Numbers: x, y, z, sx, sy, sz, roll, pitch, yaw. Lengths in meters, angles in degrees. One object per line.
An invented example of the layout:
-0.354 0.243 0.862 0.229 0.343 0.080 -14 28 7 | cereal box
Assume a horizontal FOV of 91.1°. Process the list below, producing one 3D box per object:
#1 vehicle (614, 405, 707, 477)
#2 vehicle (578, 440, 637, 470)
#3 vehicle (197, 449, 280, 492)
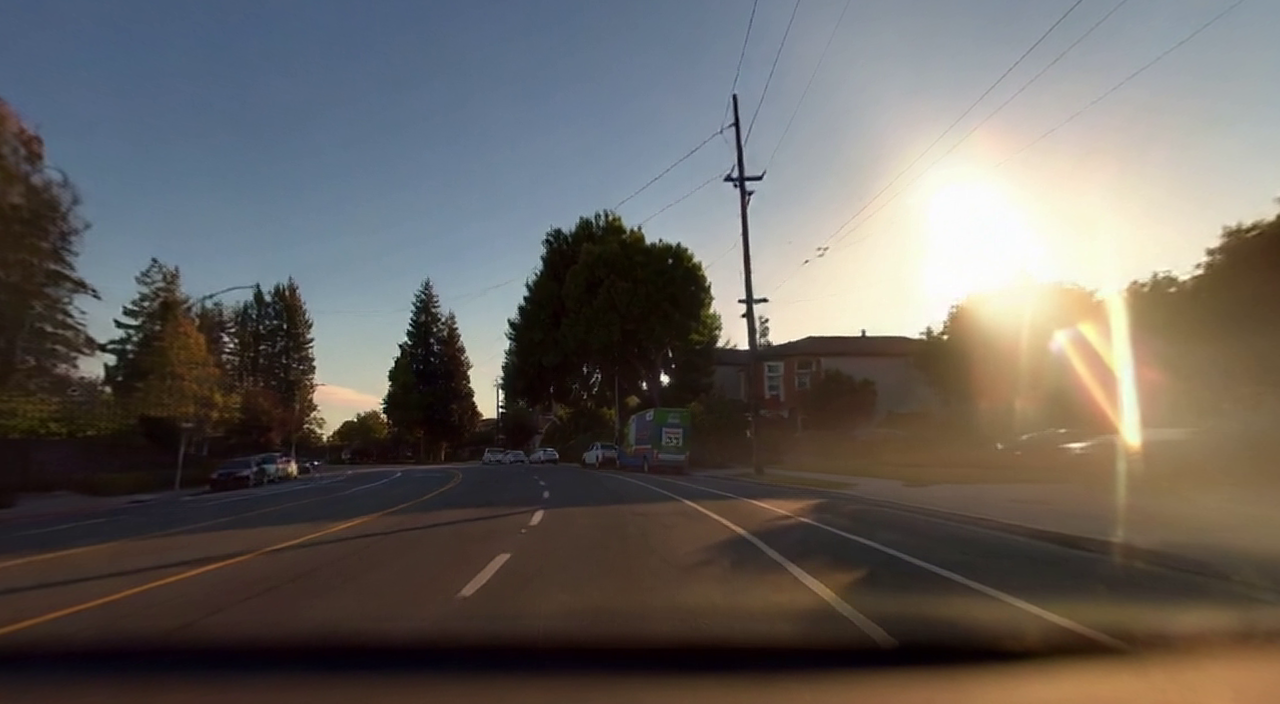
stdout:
0.832 4.765 33.384 2.918 3.319 7.595 2 -9 -14 | vehicle
-2.347 6.970 42.880 2.251 1.868 6.178 3 -9 -20 | vehicle
-18.795 5.511 29.644 1.976 1.797 4.249 2 -9 -15 | vehicle
